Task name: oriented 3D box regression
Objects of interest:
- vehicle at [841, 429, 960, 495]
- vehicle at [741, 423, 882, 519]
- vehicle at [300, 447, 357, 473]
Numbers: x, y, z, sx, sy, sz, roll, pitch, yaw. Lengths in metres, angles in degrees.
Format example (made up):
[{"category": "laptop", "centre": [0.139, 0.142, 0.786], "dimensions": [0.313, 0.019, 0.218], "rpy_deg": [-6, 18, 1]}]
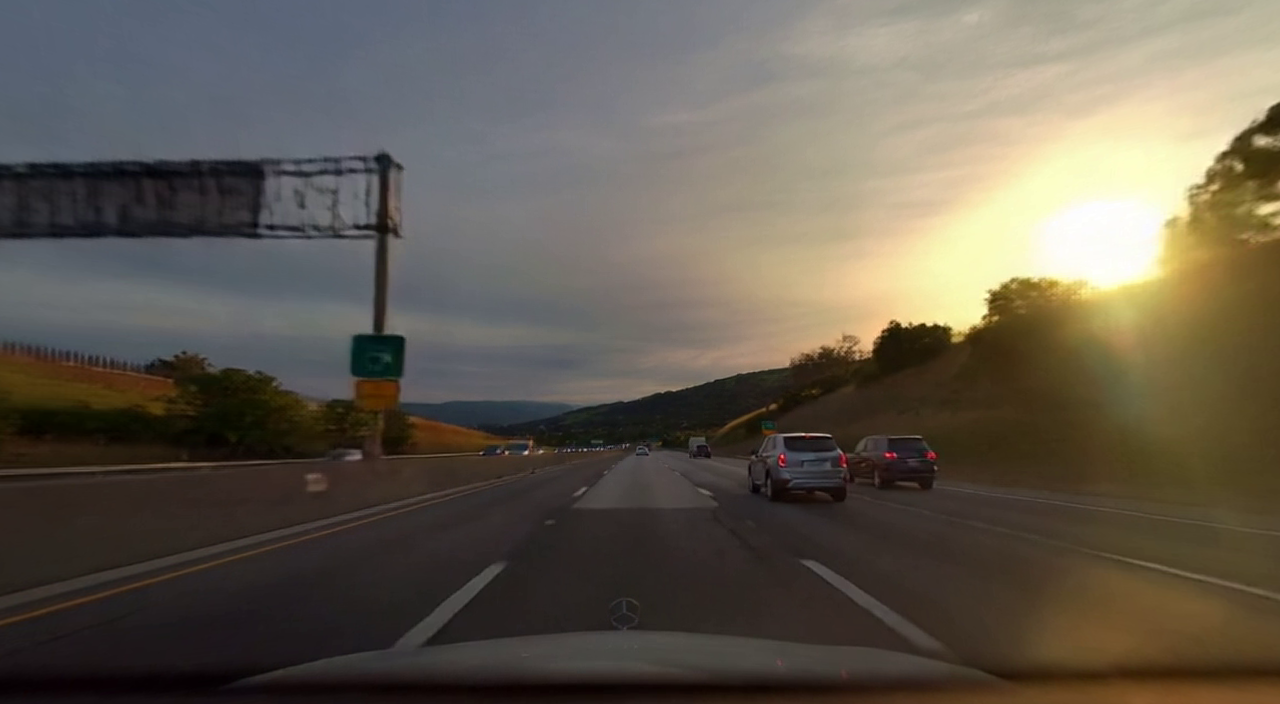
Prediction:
[{"category": "vehicle", "centre": [7.890, 3.364, 19.403], "dimensions": [1.898, 1.798, 3.805], "rpy_deg": [0, -9, -2]}, {"category": "vehicle", "centre": [3.466, 2.498, 13.573], "dimensions": [1.784, 1.733, 4.141], "rpy_deg": [0, -9, -1]}, {"category": "vehicle", "centre": [-18.363, 6.364, 37.071], "dimensions": [1.541, 1.411, 3.525], "rpy_deg": [0, -9, 0]}]
